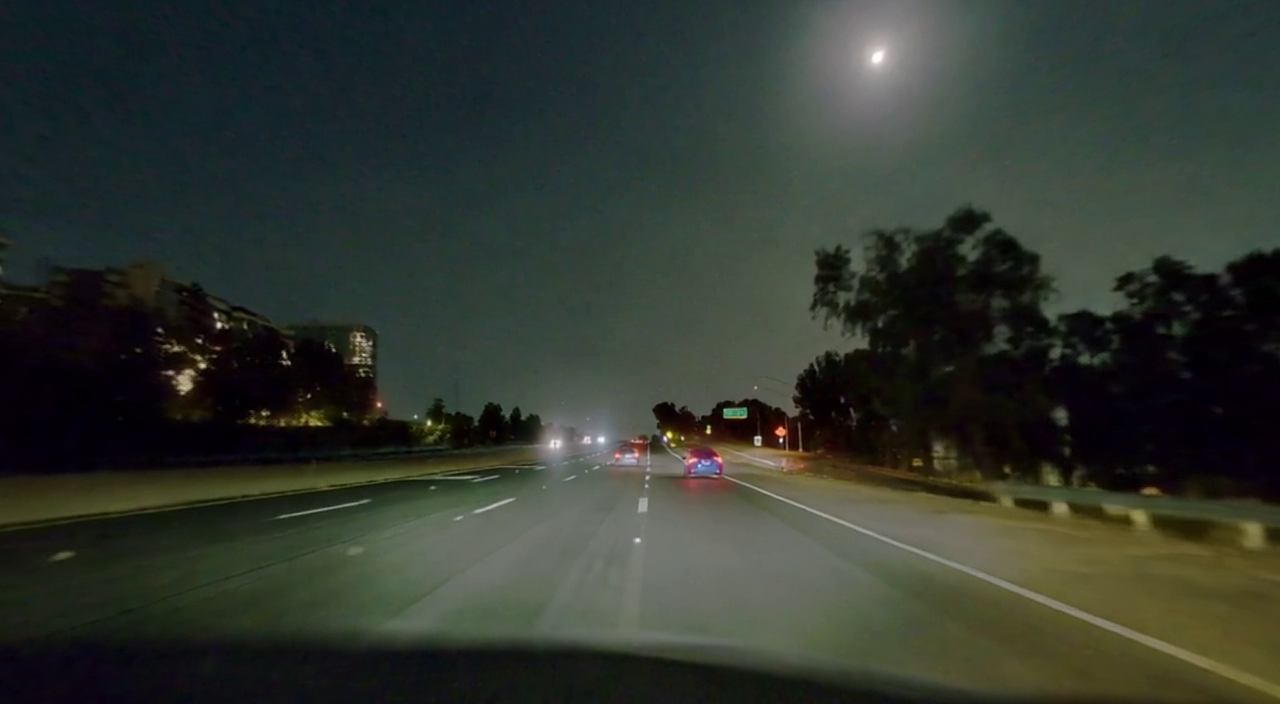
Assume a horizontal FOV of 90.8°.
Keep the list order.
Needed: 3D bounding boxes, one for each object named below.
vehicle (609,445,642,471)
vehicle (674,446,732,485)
[{"bbox_3d":[-0.984,7.519,45.087,2.127,1.692,4.382,0,-9,2],"label":"vehicle"},{"bbox_3d":[2.605,4.833,27.389,2.029,1.528,4.644,0,-9,0],"label":"vehicle"}]
